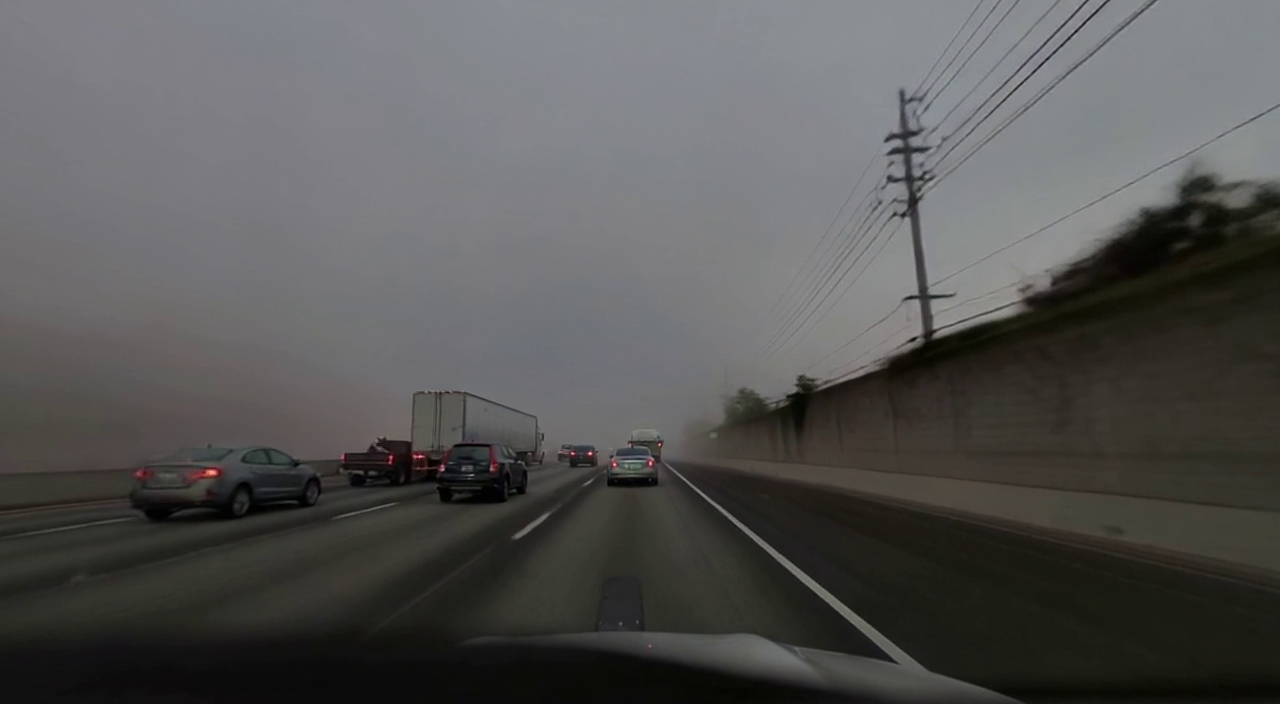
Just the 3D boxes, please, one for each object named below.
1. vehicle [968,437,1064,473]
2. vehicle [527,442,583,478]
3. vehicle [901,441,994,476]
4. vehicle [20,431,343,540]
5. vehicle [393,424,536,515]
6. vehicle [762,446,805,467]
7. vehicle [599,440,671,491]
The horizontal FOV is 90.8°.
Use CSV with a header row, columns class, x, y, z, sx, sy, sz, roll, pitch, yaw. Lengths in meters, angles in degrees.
class,x,y,z,sx,sy,sz,roll,pitch,yaw
vehicle,17.841,4.911,30.239,1.936,1.591,4.362,0,-9,1
vehicle,-3.746,4.843,28.649,1.870,1.485,4.304,0,-9,1
vehicle,14.255,4.950,29.623,1.949,1.472,4.795,0,-9,0
vehicle,-7.616,2.244,11.361,2.165,1.511,4.810,0,-9,1
vehicle,-3.734,2.582,14.328,1.923,1.716,4.289,0,-9,1
vehicle,10.502,7.688,46.666,1.974,1.495,4.734,0,-9,-1
vehicle,-0.164,3.621,20.461,2.089,1.477,3.818,0,-9,0
